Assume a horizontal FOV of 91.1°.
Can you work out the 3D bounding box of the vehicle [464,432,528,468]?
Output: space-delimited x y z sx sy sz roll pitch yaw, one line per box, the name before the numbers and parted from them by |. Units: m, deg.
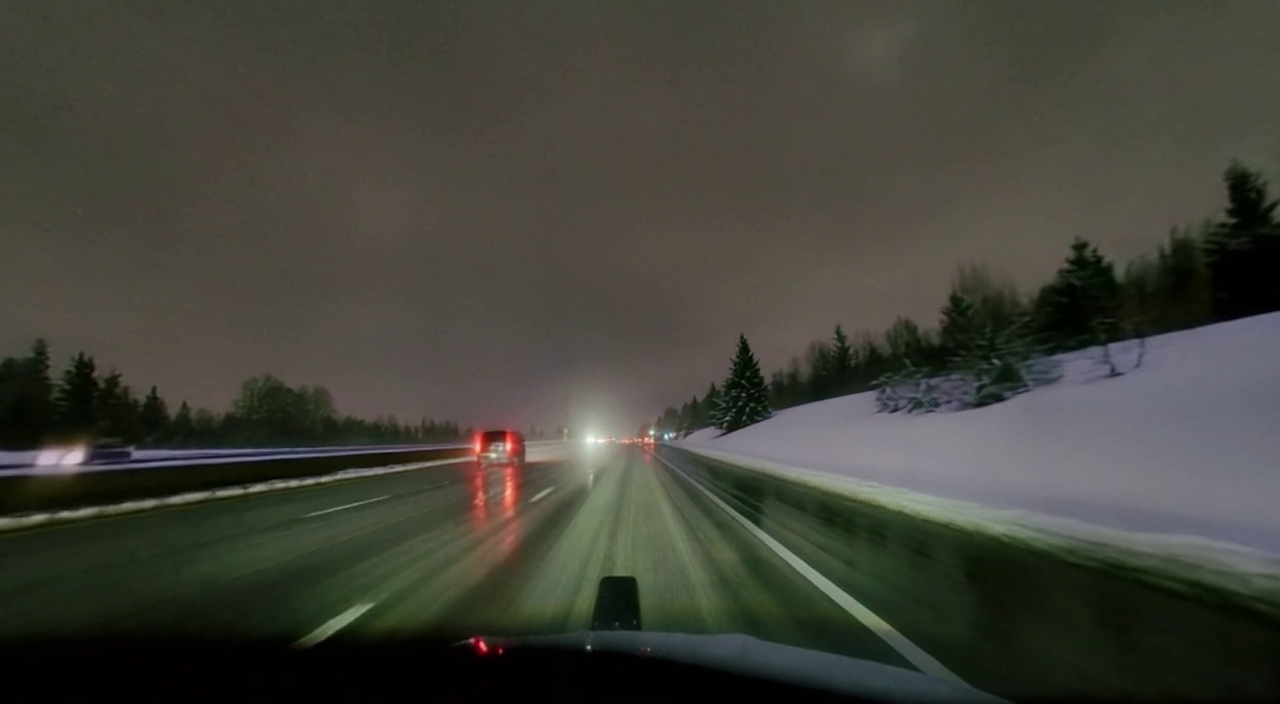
vehicle | -7.004 4.806 31.099 2.111 1.662 4.630 0 -8 0
